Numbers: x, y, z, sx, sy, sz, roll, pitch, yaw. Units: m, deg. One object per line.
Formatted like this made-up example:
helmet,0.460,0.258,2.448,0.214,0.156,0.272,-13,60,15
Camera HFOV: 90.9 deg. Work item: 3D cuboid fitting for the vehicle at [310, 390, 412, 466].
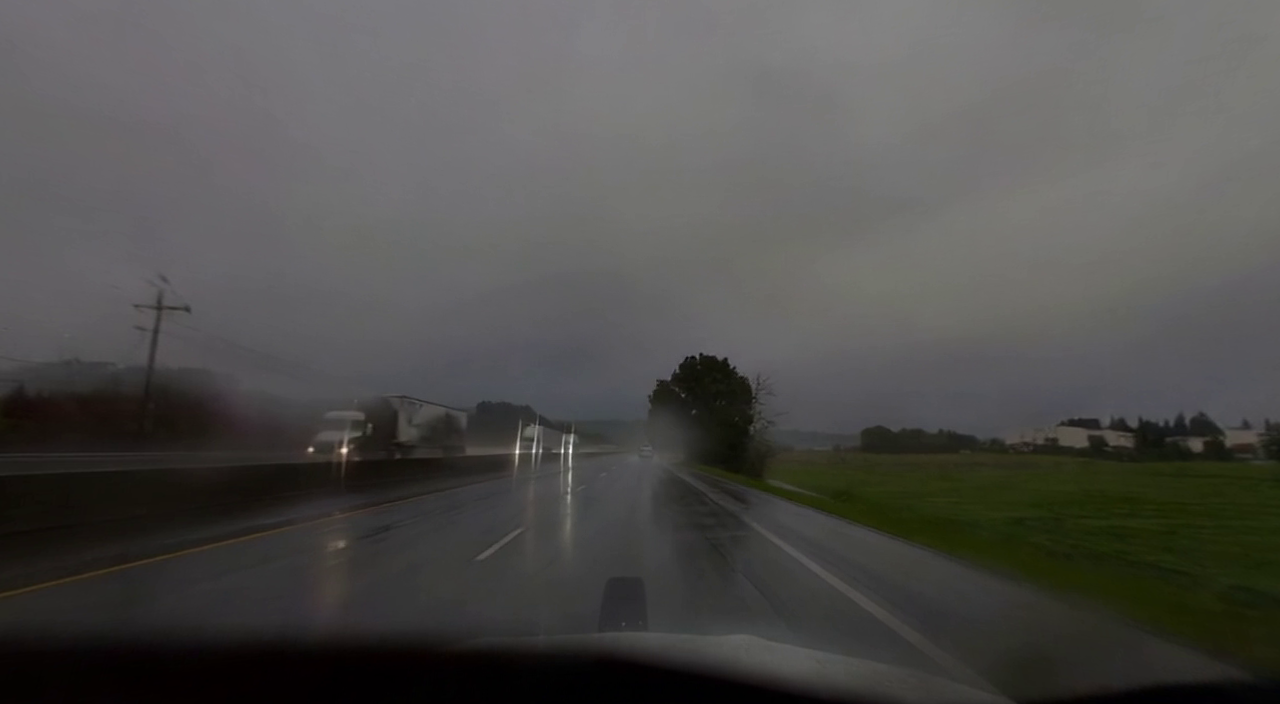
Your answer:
vehicle,-15.427,4.363,35.423,2.987,3.859,5.763,0,-9,0
